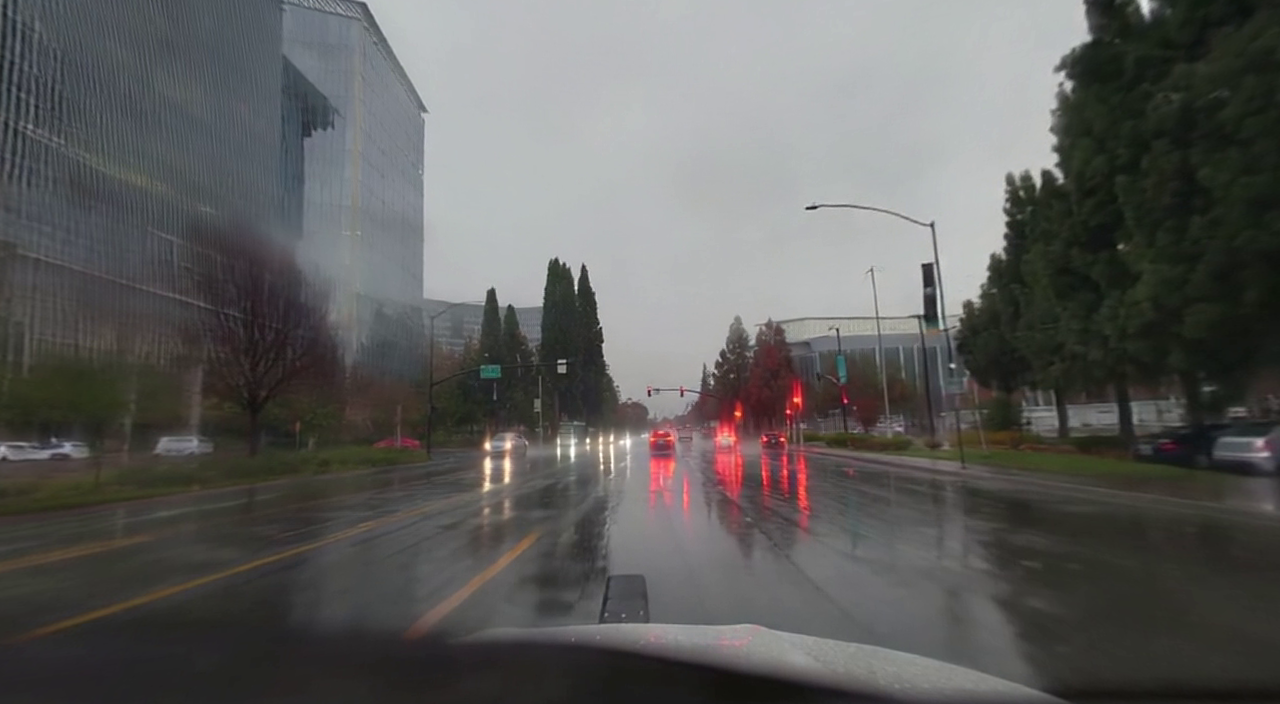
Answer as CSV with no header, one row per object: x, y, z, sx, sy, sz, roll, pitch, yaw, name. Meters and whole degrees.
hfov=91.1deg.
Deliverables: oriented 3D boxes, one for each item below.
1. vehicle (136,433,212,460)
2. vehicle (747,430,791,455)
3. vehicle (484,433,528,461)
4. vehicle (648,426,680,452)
-30.914,6.313,41.791,1.871,1.703,4.093,-1,-9,0,vehicle
7.917,5.631,38.846,1.896,1.463,4.296,0,-8,1,vehicle
-8.395,6.007,39.737,2.016,1.677,4.147,0,-8,-3,vehicle
1.679,6.440,46.193,2.203,1.801,4.331,0,-8,0,vehicle
